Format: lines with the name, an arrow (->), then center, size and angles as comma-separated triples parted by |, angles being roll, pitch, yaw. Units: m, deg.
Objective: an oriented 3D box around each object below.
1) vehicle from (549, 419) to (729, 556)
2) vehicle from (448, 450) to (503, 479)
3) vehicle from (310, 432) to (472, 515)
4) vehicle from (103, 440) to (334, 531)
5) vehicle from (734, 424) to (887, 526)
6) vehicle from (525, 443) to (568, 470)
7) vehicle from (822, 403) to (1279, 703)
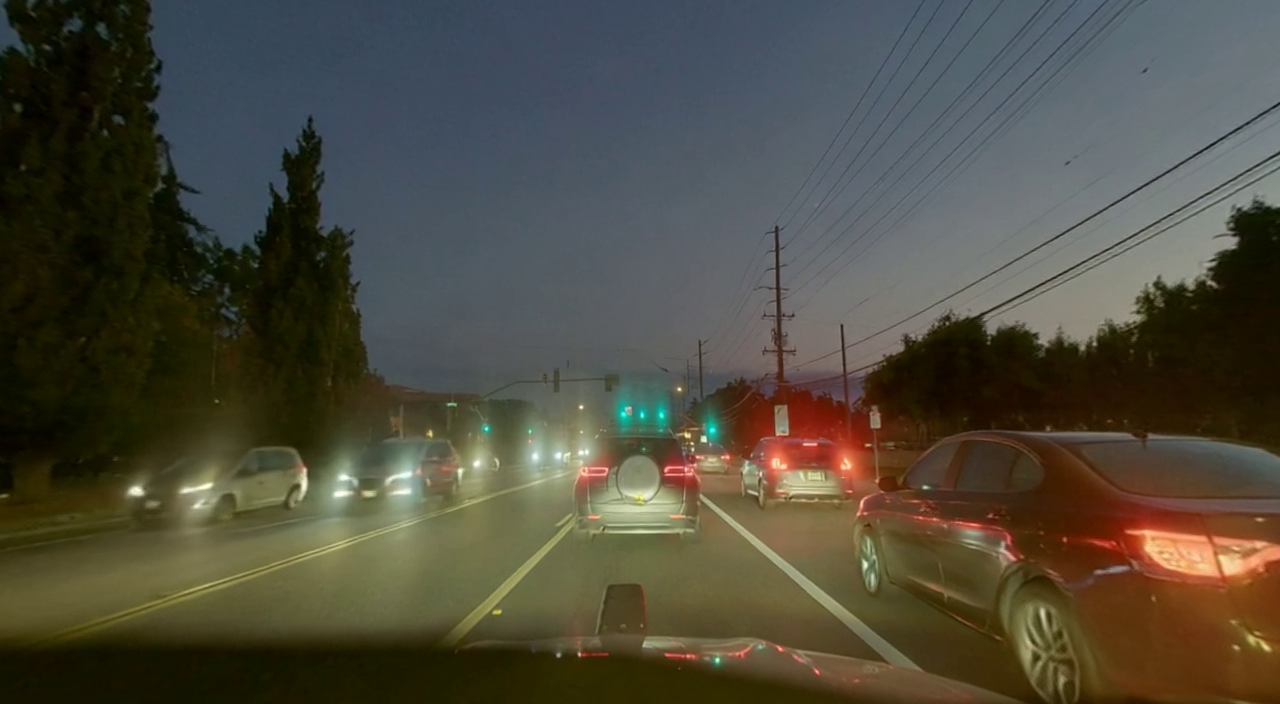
vehicle -> 0.005, 1.968, 9.864 | 2.200, 1.653, 4.127 | 0, -8, 1
vehicle -> -9.188, 6.322, 35.611 | 1.854, 1.459, 4.288 | -1, -8, 2
vehicle -> -6.342, 3.141, 16.877 | 2.328, 1.861, 4.891 | 0, -8, 0
vehicle -> -9.944, 3.128, 15.552 | 2.230, 1.831, 4.941 | 0, -8, 1
vehicle -> 3.176, 2.371, 12.707 | 1.914, 1.698, 4.049 | 0, -8, 0
vehicle -> -6.377, 7.161, 43.426 | 2.218, 1.722, 4.397 | -1, -8, 1
vehicle -> 2.873, 1.235, 4.378 | 1.950, 1.487, 4.275 | 0, -8, 0
